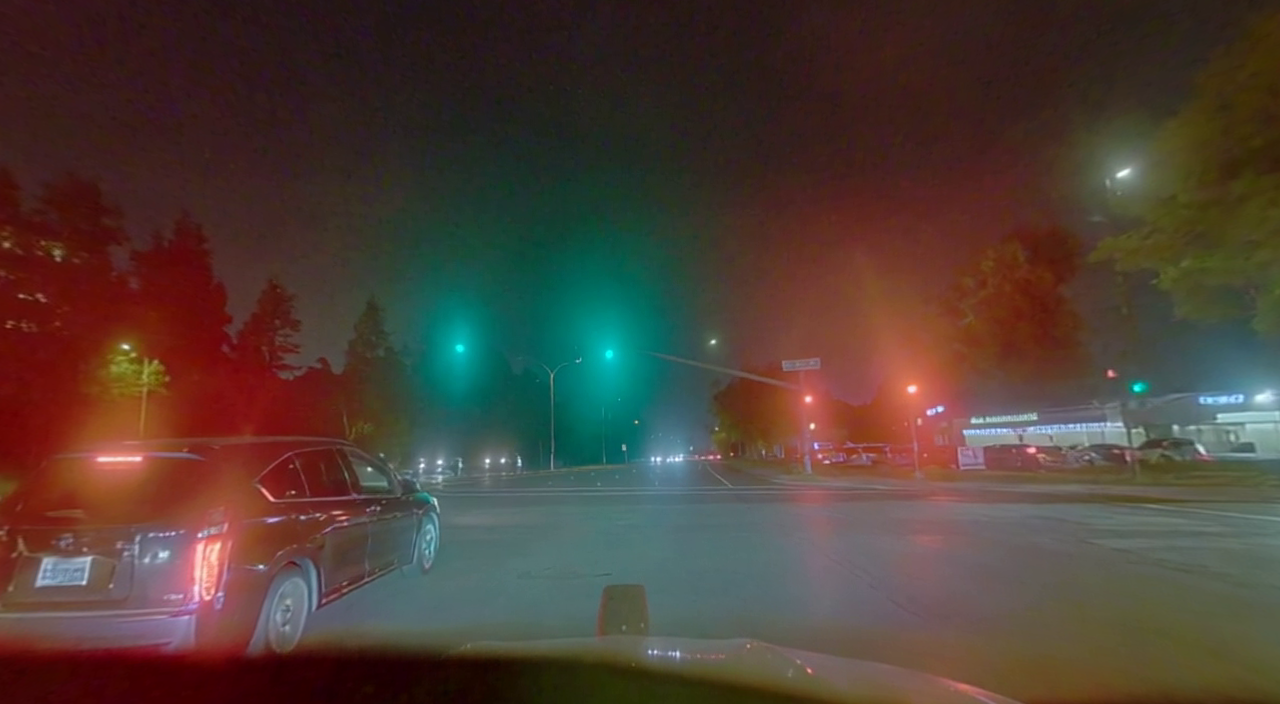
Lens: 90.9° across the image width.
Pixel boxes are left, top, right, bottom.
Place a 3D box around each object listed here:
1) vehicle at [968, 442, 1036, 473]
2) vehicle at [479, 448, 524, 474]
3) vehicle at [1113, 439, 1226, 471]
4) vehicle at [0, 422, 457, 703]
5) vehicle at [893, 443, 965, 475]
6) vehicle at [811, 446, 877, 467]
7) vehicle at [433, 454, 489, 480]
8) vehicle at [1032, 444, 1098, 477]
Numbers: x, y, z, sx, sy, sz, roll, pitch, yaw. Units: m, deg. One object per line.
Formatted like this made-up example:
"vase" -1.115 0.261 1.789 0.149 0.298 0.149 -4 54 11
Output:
"vehicle" 17.957 5.168 31.191 1.945 1.434 4.293 -8 -11 42
"vehicle" -10.767 8.483 49.275 2.120 1.833 4.650 -1 -8 4
"vehicle" 27.536 5.318 32.824 4.678 1.558 1.883 1 -9 -12
"vehicle" -3.098 1.377 4.887 1.924 1.482 4.734 0 -8 0
"vehicle" 15.526 5.714 33.739 2.060 1.445 4.712 -10 -11 41
"vehicle" 16.047 8.214 49.672 4.594 1.577 1.789 -5 -10 30
"vehicle" -11.221 7.214 39.836 2.001 1.458 4.278 -1 -8 4
"vehicle" 20.032 5.050 29.612 1.930 1.410 4.313 -7 -11 40
